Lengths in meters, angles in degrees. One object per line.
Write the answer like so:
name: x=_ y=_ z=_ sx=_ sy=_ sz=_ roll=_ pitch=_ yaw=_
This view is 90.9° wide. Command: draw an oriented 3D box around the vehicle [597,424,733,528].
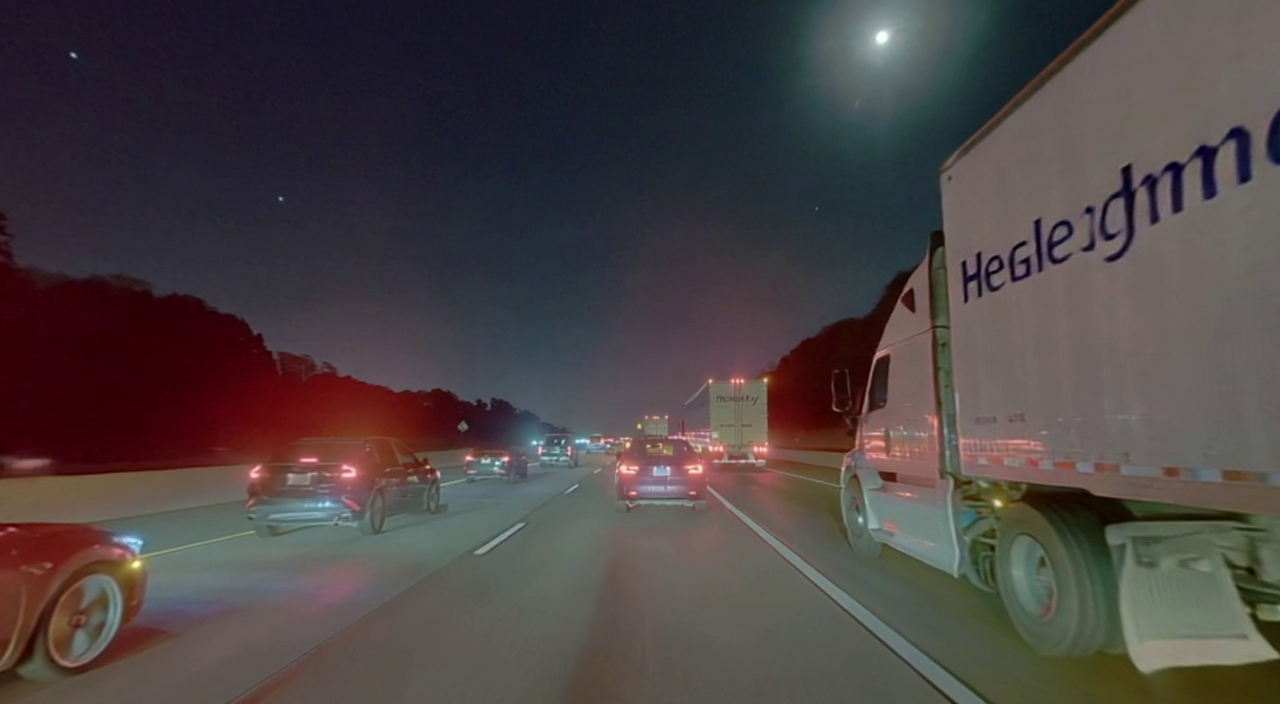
vehicle: x=0.369 y=2.066 z=11.064 sx=1.973 sy=1.505 sz=3.568 roll=0 pitch=-8 yaw=0

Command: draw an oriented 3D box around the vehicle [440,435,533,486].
vehicle: x=-4.780 y=3.402 z=20.221 sx=1.880 sy=1.458 sz=3.978 roll=0 pitch=-8 yaw=1

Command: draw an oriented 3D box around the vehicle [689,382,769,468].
vehicle: x=4.801 y=4.424 z=37.269 sx=2.892 sy=4.101 sz=14.252 roll=0 pitch=-8 yaw=1

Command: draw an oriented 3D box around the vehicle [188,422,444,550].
vehicle: x=-4.458 y=1.850 z=9.426 sx=1.821 sy=1.514 sz=3.677 roll=0 pitch=-8 yaw=1

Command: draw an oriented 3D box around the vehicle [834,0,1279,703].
vehicle: x=4.039 y=0.063 z=5.031 sx=2.982 sy=3.860 sz=6.011 roll=0 pitch=-8 yaw=0

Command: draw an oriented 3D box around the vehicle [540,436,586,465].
vehicle: x=-4.226 y=5.447 z=35.234 sx=1.887 sy=1.493 sz=4.411 roll=0 pitch=-8 yaw=1
